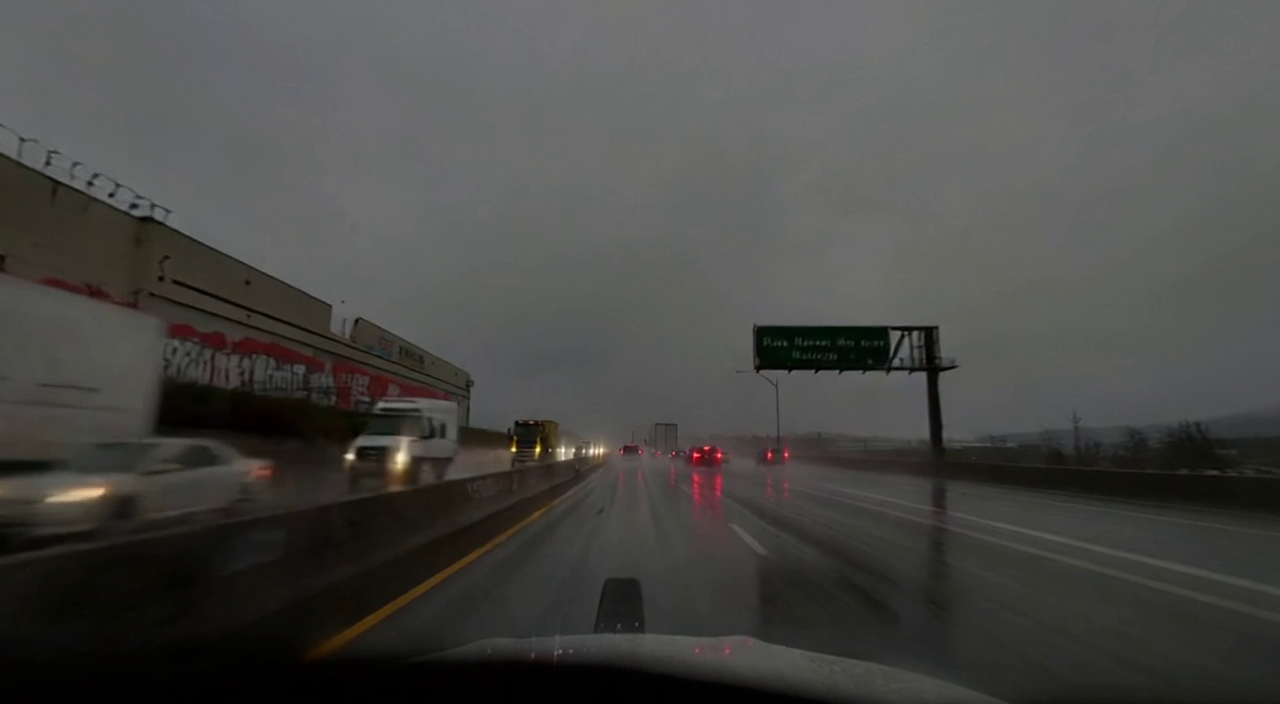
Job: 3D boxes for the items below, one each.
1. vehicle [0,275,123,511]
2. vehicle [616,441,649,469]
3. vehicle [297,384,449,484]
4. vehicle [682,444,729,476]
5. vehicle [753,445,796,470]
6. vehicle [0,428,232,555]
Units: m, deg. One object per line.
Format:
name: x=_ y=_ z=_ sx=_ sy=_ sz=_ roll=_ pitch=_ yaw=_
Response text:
vehicle: x=-12.553 y=0.007 z=6.168 sx=2.905 sy=4.059 sz=14.156 roll=0 pitch=-9 yaw=0
vehicle: x=-0.519 y=7.025 z=42.899 sx=2.169 sy=1.753 sz=4.151 roll=0 pitch=-9 yaw=0
vehicle: x=-9.128 y=2.982 z=22.446 sx=2.524 sy=3.023 sz=6.674 roll=0 pitch=-9 yaw=-1
vehicle: x=3.479 y=5.818 z=34.178 sx=2.045 sy=1.605 sz=4.674 roll=0 pitch=-9 yaw=-1
vehicle: x=9.326 y=7.347 z=43.861 sx=2.107 sy=1.648 sz=4.324 roll=0 pitch=-9 yaw=1
vehicle: x=-8.459 y=1.922 z=9.213 sx=1.907 sy=1.470 sz=4.436 roll=0 pitch=-9 yaw=0
